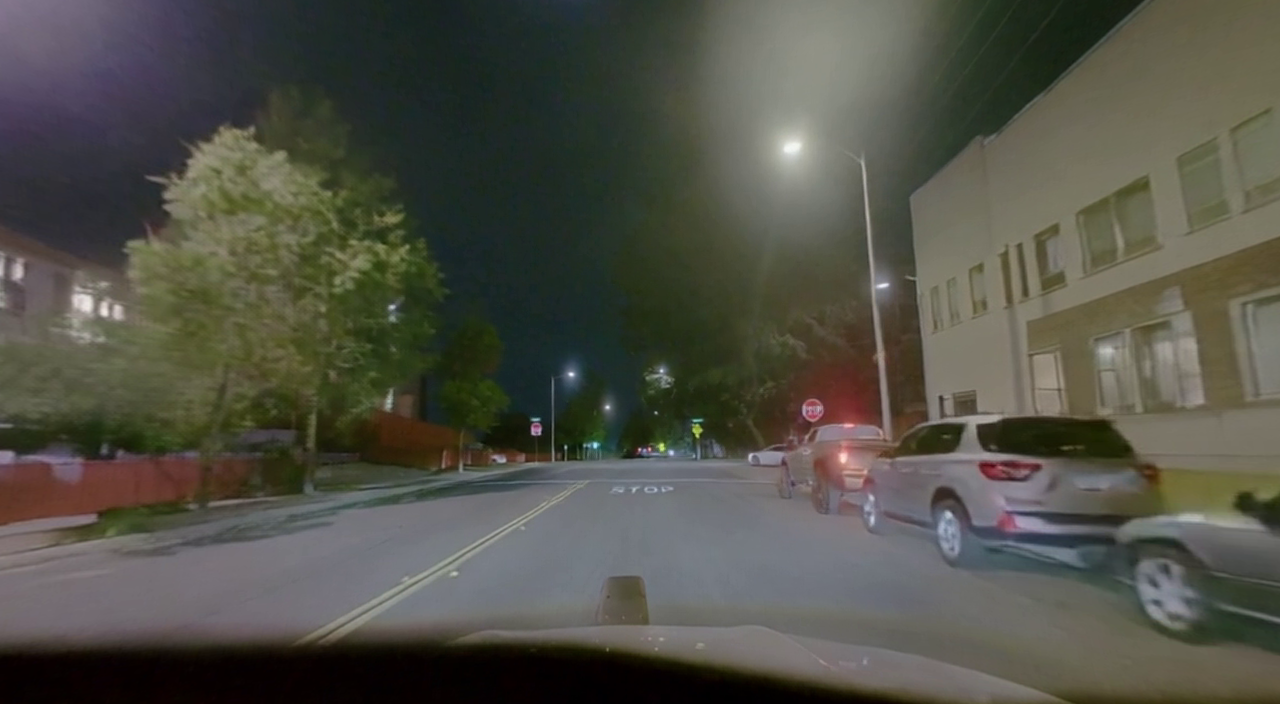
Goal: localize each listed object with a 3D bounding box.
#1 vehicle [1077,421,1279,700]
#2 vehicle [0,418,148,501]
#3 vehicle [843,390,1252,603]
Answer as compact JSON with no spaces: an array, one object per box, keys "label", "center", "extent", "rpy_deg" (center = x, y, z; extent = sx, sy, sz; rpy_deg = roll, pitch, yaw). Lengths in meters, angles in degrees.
[{"label":"vehicle","center":[4.336,1.021,2.727],"extent":[1.801,1.491,4.308],"rpy_deg":[0,-9,1]},{"label":"vehicle","center":[-16.538,2.792,16.422],"extent":[5.388,2.044,2.295],"rpy_deg":[5,-10,-31]},{"label":"vehicle","center":[4.295,1.603,7.811],"extent":[2.041,1.838,4.524],"rpy_deg":[0,-9,1]}]
